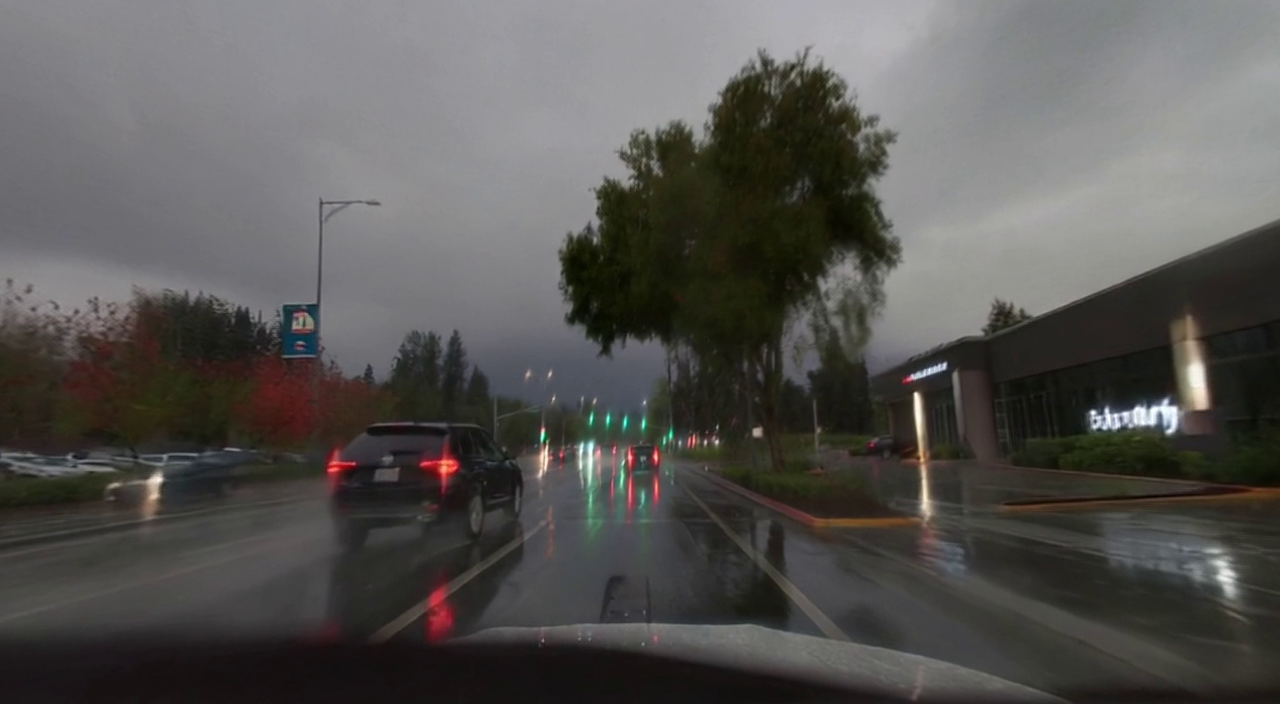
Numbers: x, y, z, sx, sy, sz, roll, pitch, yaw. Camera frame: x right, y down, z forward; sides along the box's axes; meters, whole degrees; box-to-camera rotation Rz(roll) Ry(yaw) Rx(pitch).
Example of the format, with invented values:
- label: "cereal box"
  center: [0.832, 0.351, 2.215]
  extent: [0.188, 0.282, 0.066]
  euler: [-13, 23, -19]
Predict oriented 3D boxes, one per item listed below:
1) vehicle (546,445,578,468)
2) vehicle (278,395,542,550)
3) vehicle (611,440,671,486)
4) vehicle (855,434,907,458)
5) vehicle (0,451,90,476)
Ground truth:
- label: "vehicle"
  center: [-6.083, 8.184, 49.533]
  extent: [1.906, 1.705, 4.024]
  euler: [0, -9, 2]
- label: "vehicle"
  center: [-3.431, 1.988, 11.000]
  extent: [2.358, 1.990, 5.447]
  euler: [0, -9, 2]
- label: "vehicle"
  center: [0.086, 4.257, 24.481]
  extent: [2.108, 1.612, 4.246]
  euler: [0, -9, 1]
- label: "vehicle"
  center: [17.508, 6.860, 45.929]
  extent: [1.856, 1.491, 4.209]
  euler: [-4, -8, -3]
- label: "vehicle"
  center: [-30.804, 5.513, 31.285]
  extent: [2.200, 1.117, 4.928]
  euler: [-2, -9, 10]
